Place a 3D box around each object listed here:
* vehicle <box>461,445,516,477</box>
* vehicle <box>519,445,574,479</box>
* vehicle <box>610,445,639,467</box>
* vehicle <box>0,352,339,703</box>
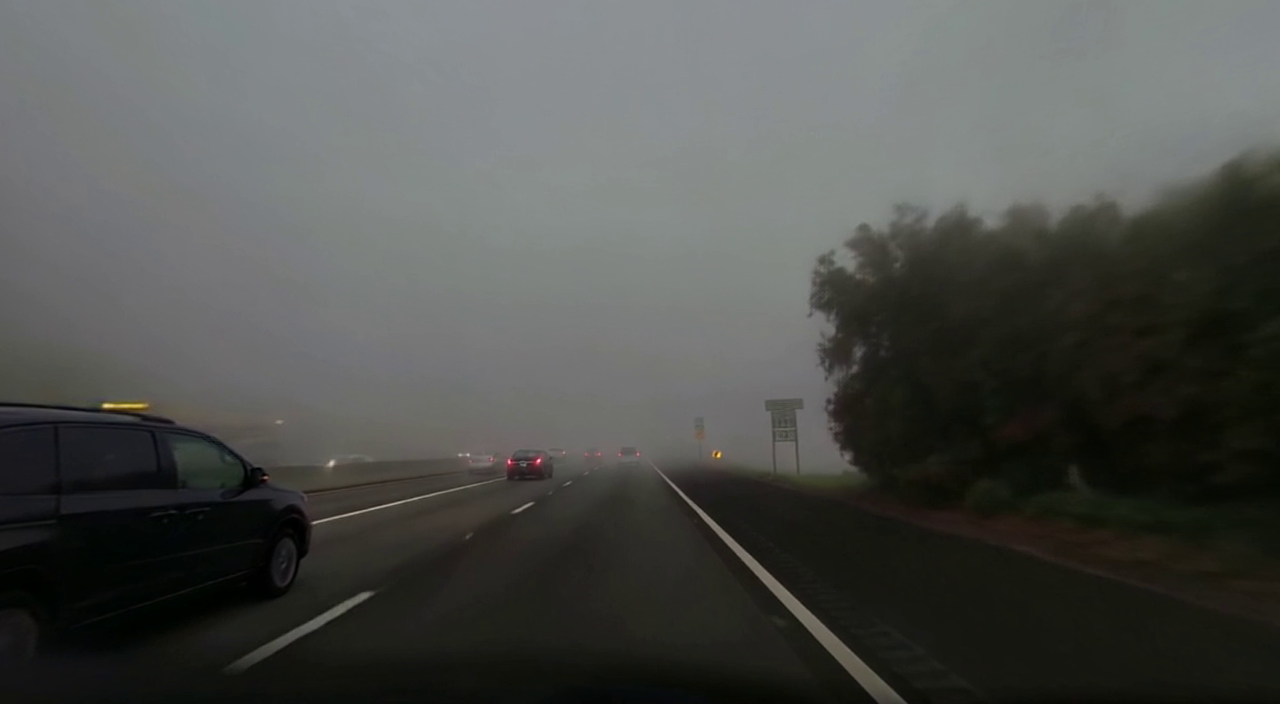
[{"bbox_3d":[-7.800,5.638,32.596,1.936,1.516,3.904,0,-9,0],"label":"vehicle"},{"bbox_3d":[-4.334,5.146,29.553,1.988,1.477,4.118,0,-9,-1],"label":"vehicle"},{"bbox_3d":[-1.099,7.498,45.194,2.023,1.479,3.718,0,-9,-1],"label":"vehicle"},{"bbox_3d":[-4.012,1.046,3.823,2.074,1.779,4.588,0,-9,-1],"label":"vehicle"}]
